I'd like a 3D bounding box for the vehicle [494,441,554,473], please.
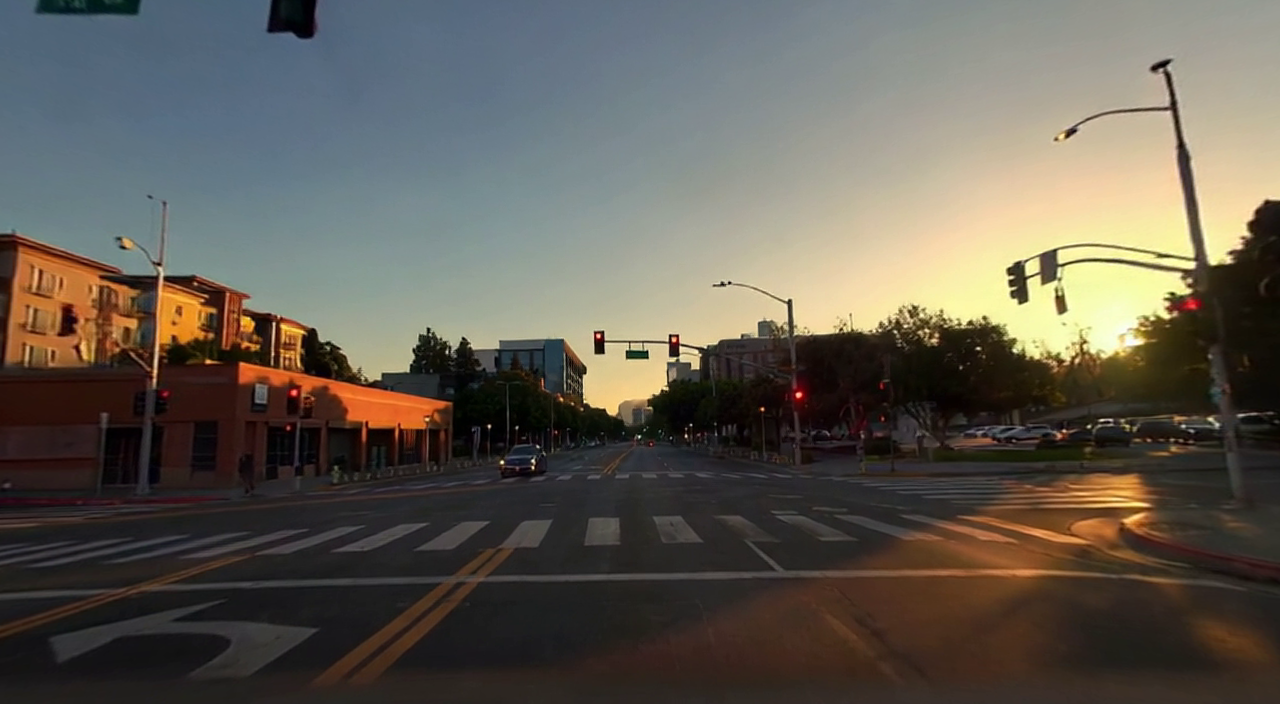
[{"bbox_3d":[-5.738,5.250,31.733,2.127,1.473,4.428,0,-8,1],"label":"vehicle"}]
